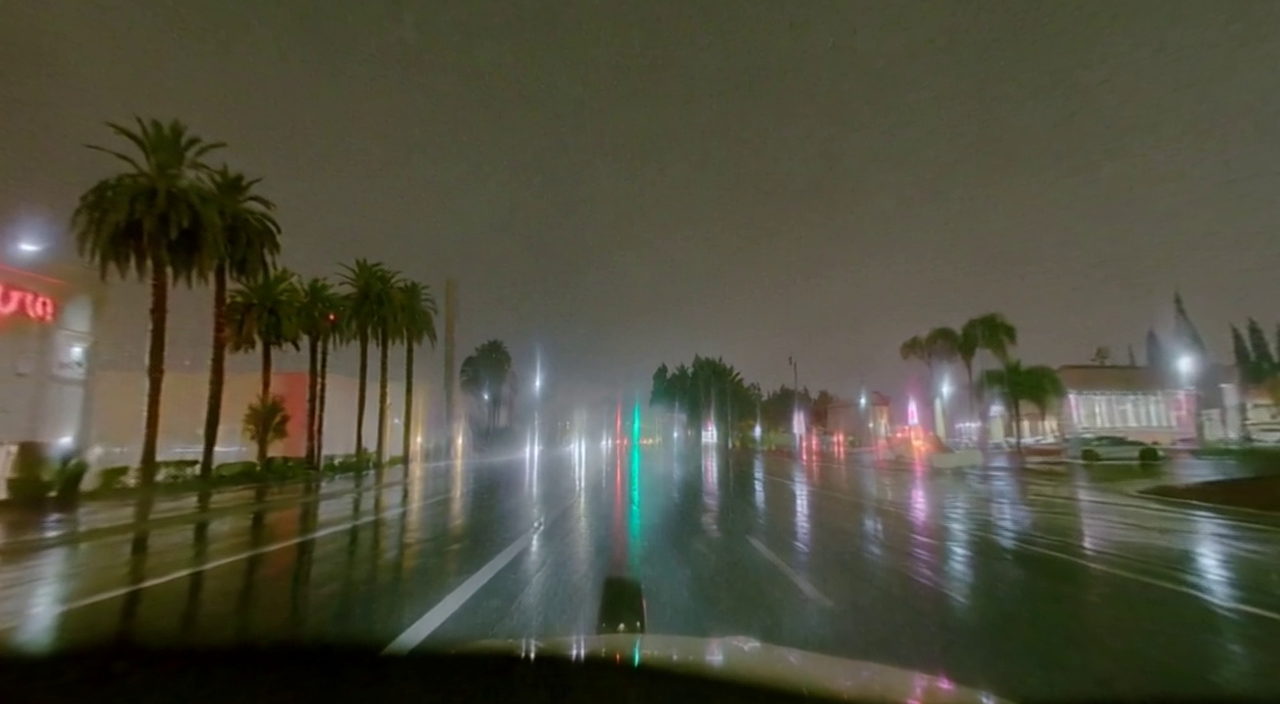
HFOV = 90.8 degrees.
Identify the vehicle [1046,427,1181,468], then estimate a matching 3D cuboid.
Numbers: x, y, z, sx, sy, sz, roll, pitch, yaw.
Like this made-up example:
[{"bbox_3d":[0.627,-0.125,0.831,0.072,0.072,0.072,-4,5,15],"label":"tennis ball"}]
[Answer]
[{"bbox_3d":[21.534,4.357,28.871,4.620,1.475,1.904,-3,-8,-3],"label":"vehicle"}]
